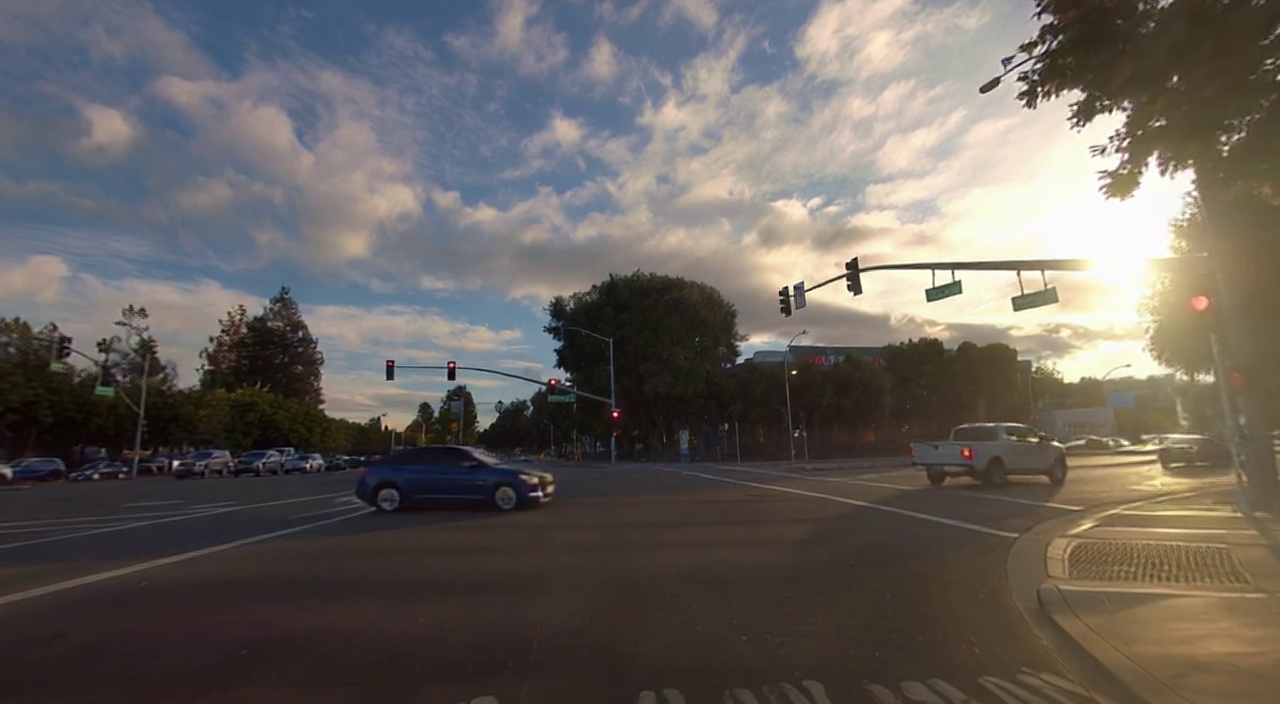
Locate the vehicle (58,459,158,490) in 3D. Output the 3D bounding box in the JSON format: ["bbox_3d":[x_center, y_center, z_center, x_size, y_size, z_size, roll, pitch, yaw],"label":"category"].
[{"bbox_3d":[-28.547,6.547,34.116,1.965,1.448,4.553,1,-9,-9],"label":"vehicle"}]

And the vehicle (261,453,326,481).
[{"bbox_3d":[-21.790,7.227,39.974,2.020,1.615,4.656,1,-9,-8],"label":"vehicle"}]

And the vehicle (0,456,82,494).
[{"bbox_3d":[-31.334,6.170,32.072,2.142,1.723,4.692,1,-9,-9],"label":"vehicle"}]

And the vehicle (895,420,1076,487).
[{"bbox_3d":[11.415,3.297,20.758,5.896,1.937,2.358,5,-10,-30],"label":"vehicle"}]

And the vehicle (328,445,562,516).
[{"bbox_3d":[-4.361,2.895,14.589,4.702,1.468,1.999,-1,-9,8],"label":"vehicle"}]

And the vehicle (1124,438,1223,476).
[{"bbox_3d":[22.487,4.382,26.556,4.728,1.471,1.957,6,-11,-36],"label":"vehicle"}]

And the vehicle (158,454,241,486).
[{"bbox_3d":[-25.122,6.699,36.269,2.081,1.670,4.376,1,-9,-8],"label":"vehicle"}]
